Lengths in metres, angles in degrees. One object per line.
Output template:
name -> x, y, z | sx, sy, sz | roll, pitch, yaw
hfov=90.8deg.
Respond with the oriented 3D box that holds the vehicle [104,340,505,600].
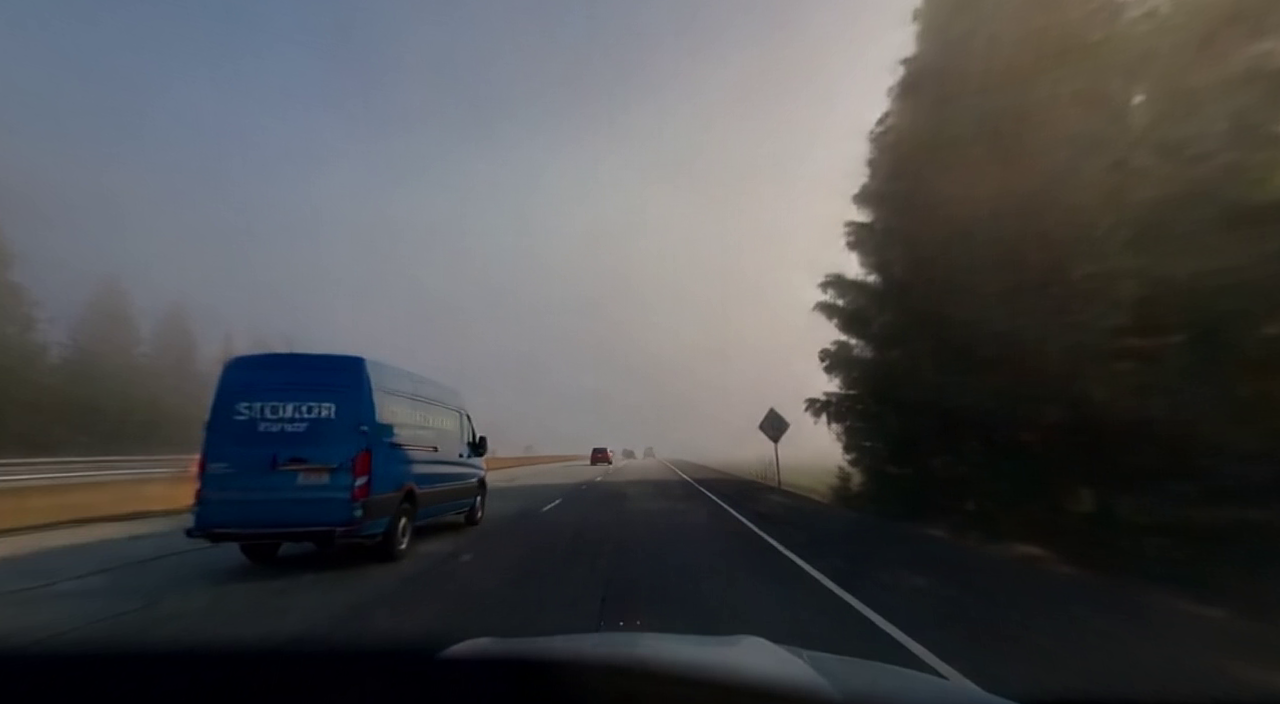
vehicle -> -3.610, 1.446, 8.428 | 2.360, 2.367, 5.223 | 0, -9, 1
